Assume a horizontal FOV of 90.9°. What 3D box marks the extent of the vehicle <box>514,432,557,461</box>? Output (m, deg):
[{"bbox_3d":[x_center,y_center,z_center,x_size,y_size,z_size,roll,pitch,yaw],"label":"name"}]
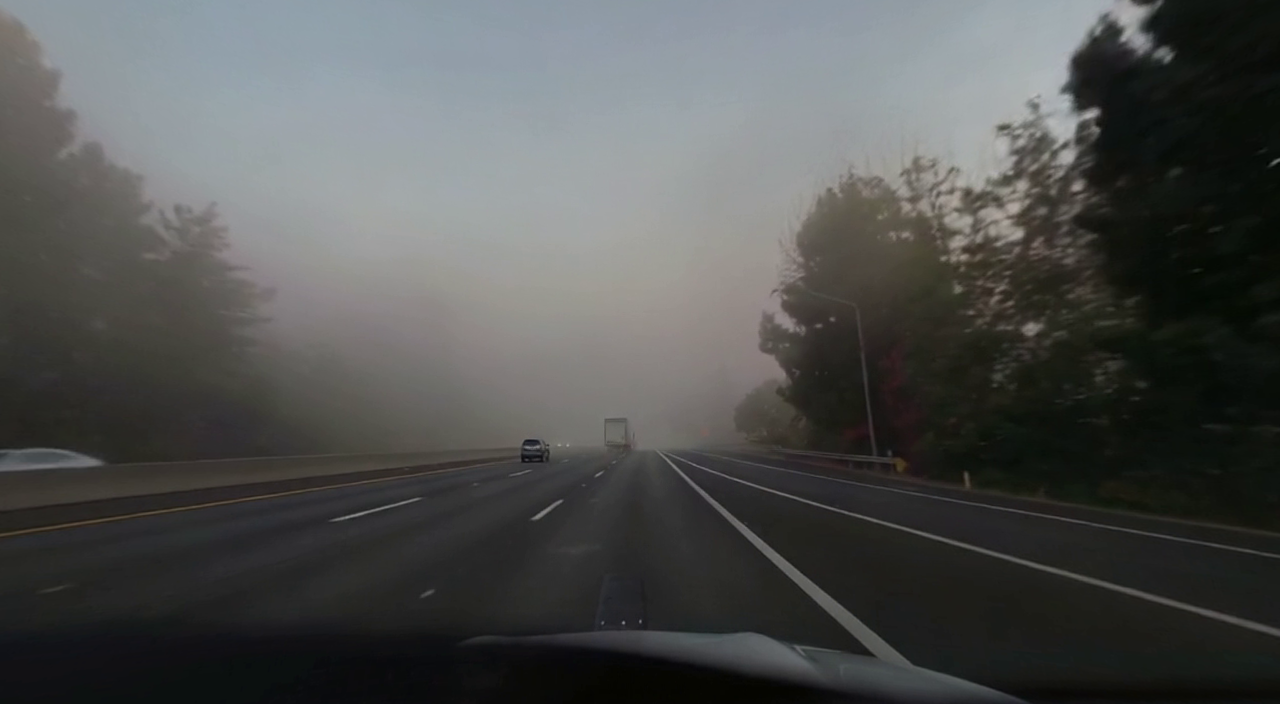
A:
[{"bbox_3d":[-7.089,6.454,43.071,2.043,1.828,4.436,0,-8,2],"label":"vehicle"}]
